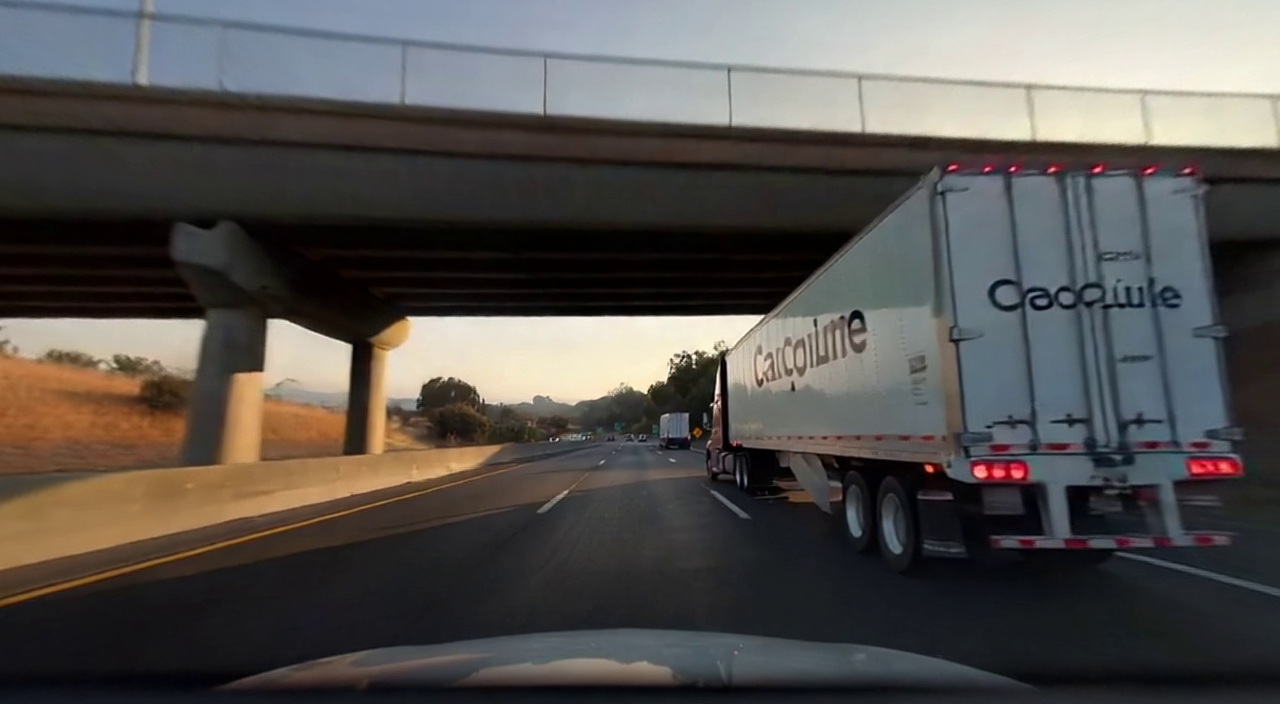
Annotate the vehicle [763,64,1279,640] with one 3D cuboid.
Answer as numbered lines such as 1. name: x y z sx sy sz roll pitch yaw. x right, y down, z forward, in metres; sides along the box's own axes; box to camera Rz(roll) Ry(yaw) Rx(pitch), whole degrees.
1. vehicle: 4.064 0.500 8.684 2.840 3.947 8.920 0 -8 0
